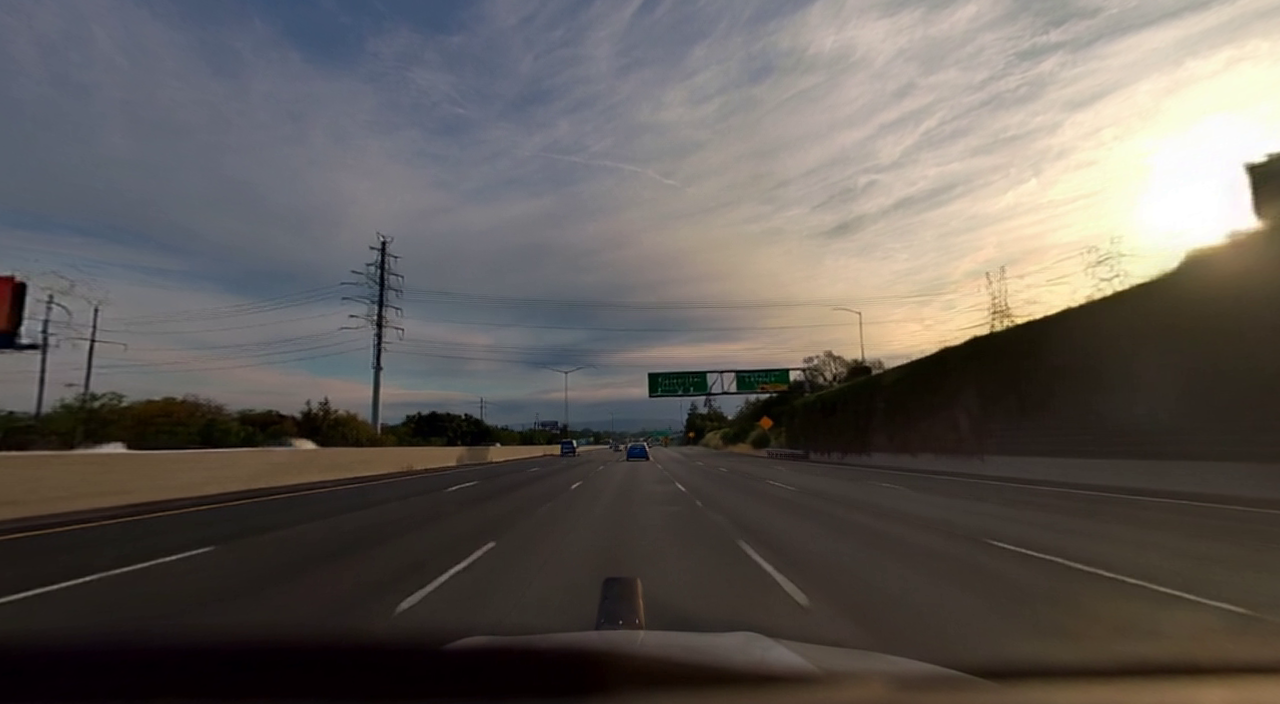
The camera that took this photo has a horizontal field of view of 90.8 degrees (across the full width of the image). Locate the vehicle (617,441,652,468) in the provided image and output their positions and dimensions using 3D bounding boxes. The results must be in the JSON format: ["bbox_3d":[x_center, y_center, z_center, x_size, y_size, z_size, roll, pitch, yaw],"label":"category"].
[{"bbox_3d":[-0.360,6.332,39.266,2.074,1.574,3.971,0,-8,-1],"label":"vehicle"}]

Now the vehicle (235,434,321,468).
[{"bbox_3d":[-16.584,4.565,29.132,1.731,1.446,3.527,-1,-8,2],"label":"vehicle"}]

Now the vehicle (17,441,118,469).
[{"bbox_3d":[-31.869,5.722,35.323,1.829,1.472,3.940,0,-8,2],"label":"vehicle"}]
